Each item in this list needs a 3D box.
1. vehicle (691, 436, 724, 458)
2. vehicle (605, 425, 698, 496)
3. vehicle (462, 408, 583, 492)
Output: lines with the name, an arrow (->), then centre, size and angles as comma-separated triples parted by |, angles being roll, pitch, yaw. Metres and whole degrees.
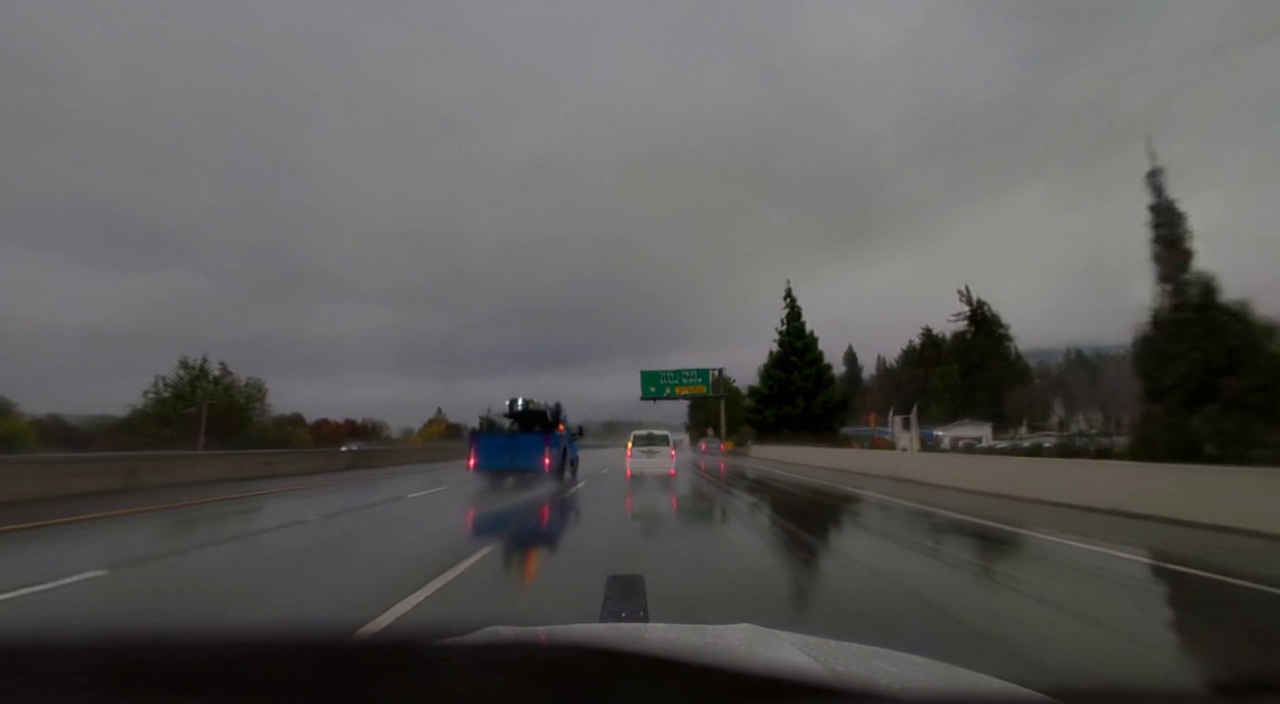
vehicle -> 5.242, 7.408, 49.148 | 2.079, 1.656, 4.506 | 0, -8, 0
vehicle -> 0.290, 2.871, 16.953 | 2.165, 1.653, 4.456 | 0, -8, 1
vehicle -> -3.249, 2.910, 18.898 | 2.526, 2.146, 5.594 | 0, -8, 0
